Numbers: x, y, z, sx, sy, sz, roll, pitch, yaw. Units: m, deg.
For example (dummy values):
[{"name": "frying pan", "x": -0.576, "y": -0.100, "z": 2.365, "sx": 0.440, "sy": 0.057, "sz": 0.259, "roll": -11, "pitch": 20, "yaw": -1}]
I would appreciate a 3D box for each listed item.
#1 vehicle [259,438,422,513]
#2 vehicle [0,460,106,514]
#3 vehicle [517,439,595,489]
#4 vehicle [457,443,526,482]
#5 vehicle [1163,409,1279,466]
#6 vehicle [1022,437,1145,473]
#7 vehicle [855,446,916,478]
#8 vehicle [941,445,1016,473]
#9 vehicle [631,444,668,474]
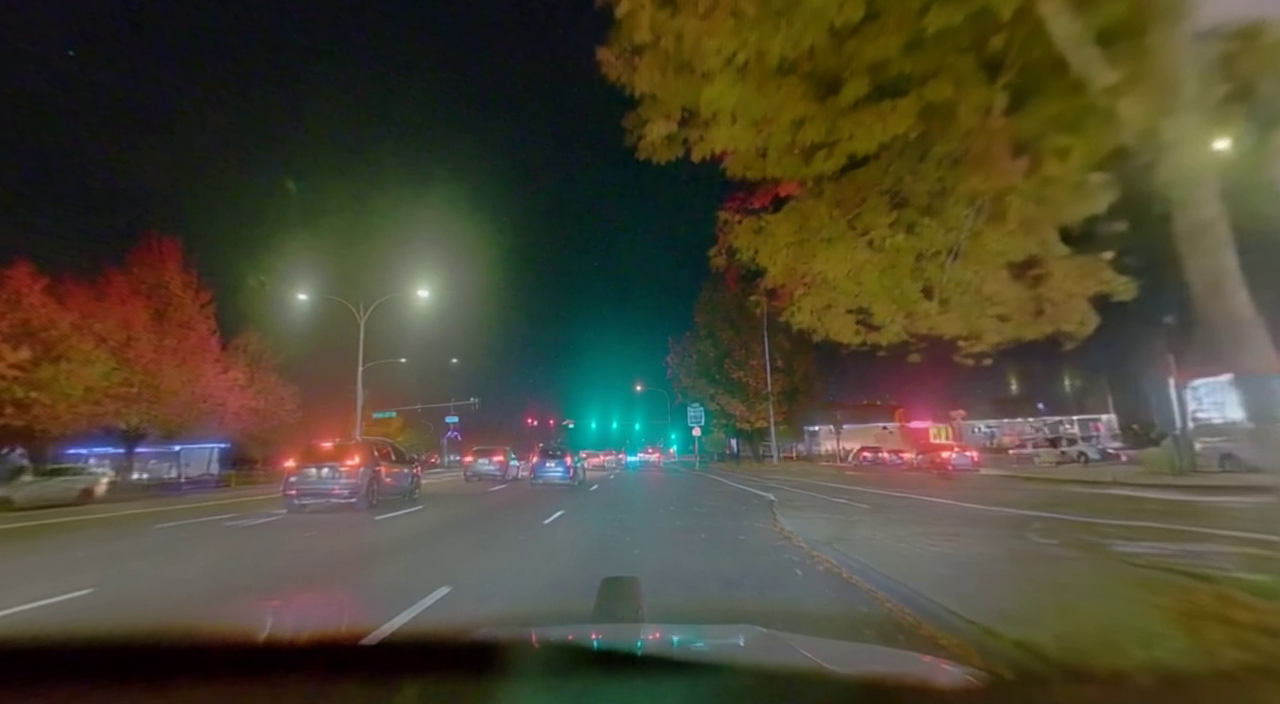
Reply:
[{"name": "vehicle", "x": -7.288, "y": 3.020, "z": 15.922, "sx": 1.932, "sy": 1.596, "sz": 4.247, "roll": 0, "pitch": -9, "yaw": 1}, {"name": "vehicle", "x": -20.038, "y": 4.247, "z": 20.003, "sx": 1.852, "sy": 1.507, "sz": 4.791, "roll": 0, "pitch": -9, "yaw": 1}, {"name": "vehicle", "x": -2.994, "y": 4.125, "z": 23.518, "sx": 2.165, "sy": 1.663, "sz": 4.513, "roll": 0, "pitch": -9, "yaw": 2}, {"name": "vehicle", "x": -7.075, "y": 5.290, "z": 30.512, "sx": 2.069, "sy": 1.719, "sz": 4.441, "roll": 0, "pitch": -9, "yaw": 2}, {"name": "vehicle", "x": 25.428, "y": 3.435, "z": 25.578, "sx": 5.755, "sy": 2.030, "sz": 2.287, "roll": -6, "pitch": -11, "yaw": 17}, {"name": "vehicle", "x": 20.280, "y": 4.727, "z": 29.077, "sx": 1.899, "sy": 1.521, "sz": 4.410, "roll": 2, "pitch": -9, "yaw": -13}, {"name": "vehicle", "x": 14.250, "y": 6.369, "z": 36.817, "sx": 1.963, "sy": 1.703, "sz": 4.447, "roll": 0, "pitch": -9, "yaw": 3}, {"name": "vehicle", "x": 20.105, "y": 6.350, "z": 37.648, "sx": 1.938, "sy": 1.490, "sz": 4.750, "roll": 0, "pitch": -9, "yaw": 2}, {"name": "vehicle", "x": 0.580, "y": 6.560, "z": 38.673, "sx": 2.144, "sy": 1.704, "sz": 4.028, "roll": 0, "pitch": -9, "yaw": 0}]
